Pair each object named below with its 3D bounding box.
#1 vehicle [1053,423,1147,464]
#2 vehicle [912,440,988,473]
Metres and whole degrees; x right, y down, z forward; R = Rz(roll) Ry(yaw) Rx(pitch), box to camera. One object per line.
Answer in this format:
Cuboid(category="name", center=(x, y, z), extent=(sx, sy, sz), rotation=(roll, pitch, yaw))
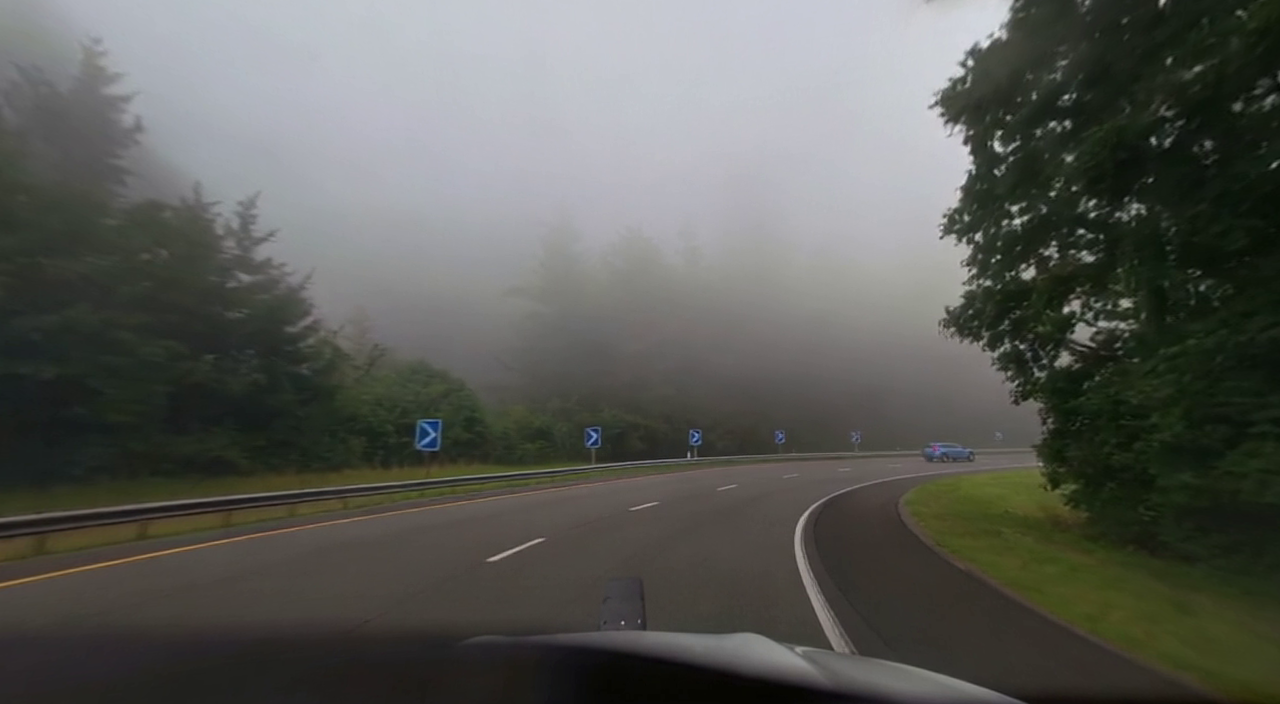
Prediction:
Cuboid(category="vehicle", center=(33.405, 6.676, 45.776), extent=(5.981, 2.823, 2.498), rotation=(3, -10, -21))
Cuboid(category="vehicle", center=(17.354, 5.806, 35.160), extent=(4.325, 1.674, 2.221), rotation=(8, -12, -41))
